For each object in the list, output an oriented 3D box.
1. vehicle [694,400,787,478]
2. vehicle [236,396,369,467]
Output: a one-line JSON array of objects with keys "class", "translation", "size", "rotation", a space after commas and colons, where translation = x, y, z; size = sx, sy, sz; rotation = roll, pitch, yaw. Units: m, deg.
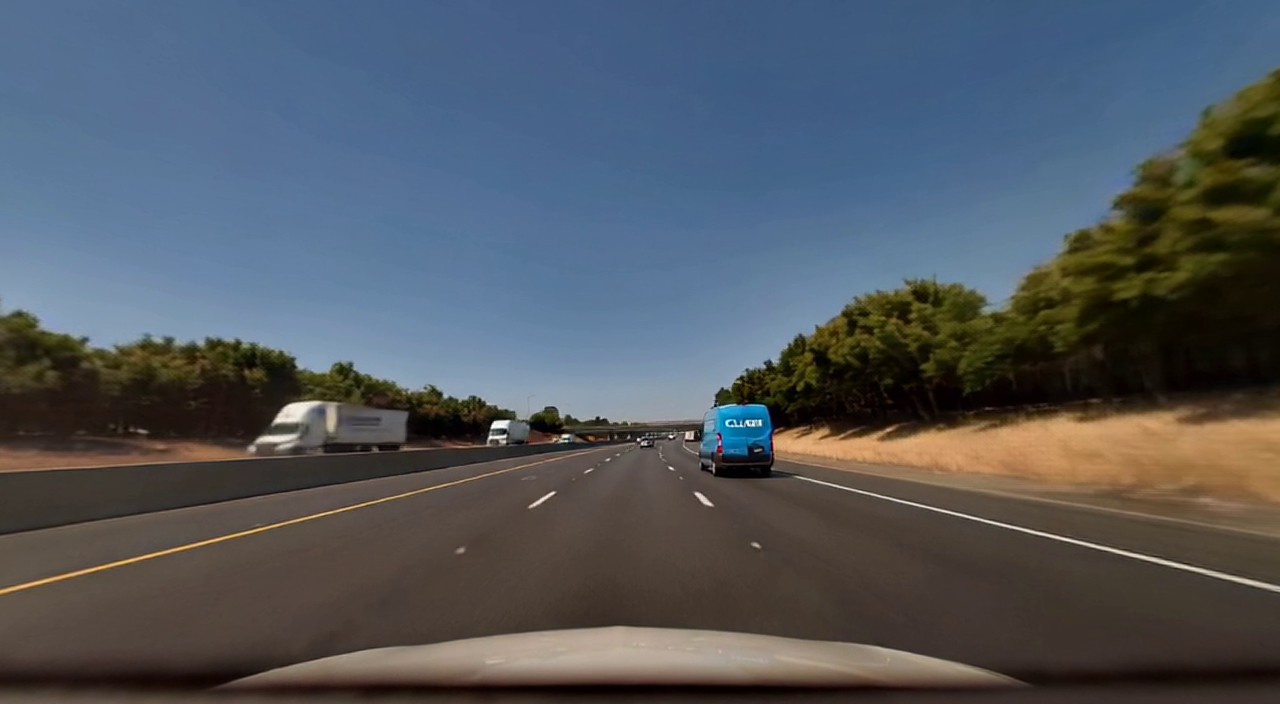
[{"class": "vehicle", "translation": [3.616, 3.323, 24.014], "size": [2.485, 2.562, 5.535], "rotation": [0, -8, -1]}, {"class": "vehicle", "translation": [-22.119, 5.408, 42.238], "size": [2.992, 4.136, 10.324], "rotation": [-1, -8, 1]}]
